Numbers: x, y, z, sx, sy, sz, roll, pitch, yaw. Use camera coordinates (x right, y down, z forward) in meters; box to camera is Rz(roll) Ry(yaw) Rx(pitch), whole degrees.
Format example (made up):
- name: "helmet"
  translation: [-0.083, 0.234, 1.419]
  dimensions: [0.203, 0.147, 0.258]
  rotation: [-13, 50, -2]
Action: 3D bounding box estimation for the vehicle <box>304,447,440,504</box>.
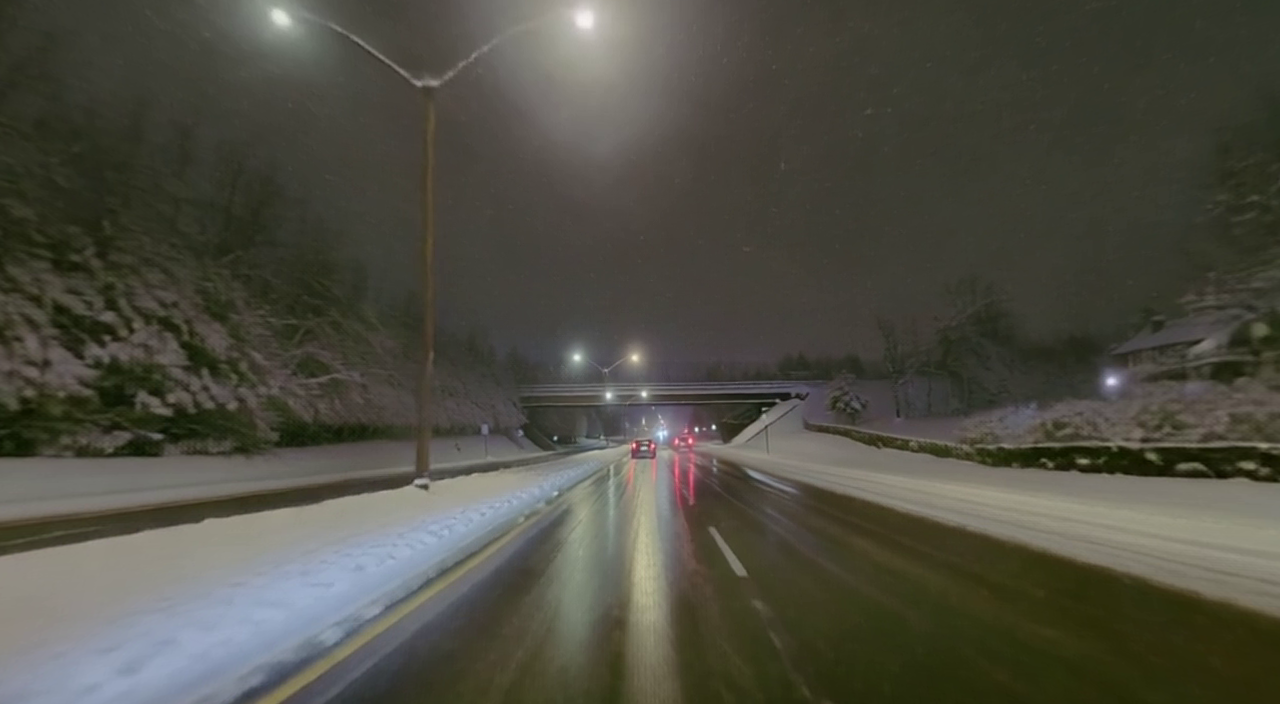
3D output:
- name: "vehicle"
  translation: [-7.894, 3.681, 19.222]
  dimensions: [1.986, 1.475, 4.990]
  rotation: [-1, -9, 0]
